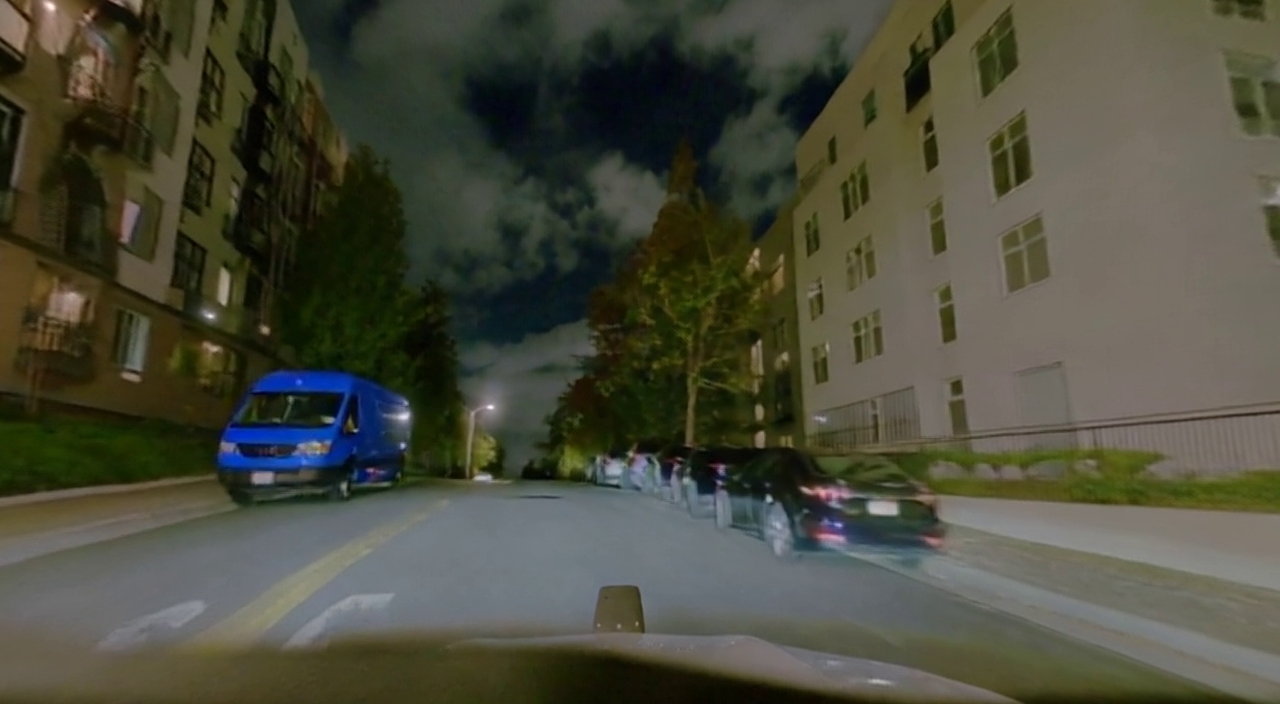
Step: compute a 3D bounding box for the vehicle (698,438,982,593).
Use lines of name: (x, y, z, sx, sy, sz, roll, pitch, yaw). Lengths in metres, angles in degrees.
vehicle: (2.147, 1.909, 8.264, 1.827, 1.436, 4.322, 2, -9, -8)

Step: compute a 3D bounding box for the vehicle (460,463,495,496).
vehicle: (-11.428, 8.938, 44.657, 2.090, 1.674, 4.457, -2, -4, -10)

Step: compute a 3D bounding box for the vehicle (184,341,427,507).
vehicle: (-6.590, 1.611, 13.797, 2.546, 2.664, 6.863, 0, -8, -9)
